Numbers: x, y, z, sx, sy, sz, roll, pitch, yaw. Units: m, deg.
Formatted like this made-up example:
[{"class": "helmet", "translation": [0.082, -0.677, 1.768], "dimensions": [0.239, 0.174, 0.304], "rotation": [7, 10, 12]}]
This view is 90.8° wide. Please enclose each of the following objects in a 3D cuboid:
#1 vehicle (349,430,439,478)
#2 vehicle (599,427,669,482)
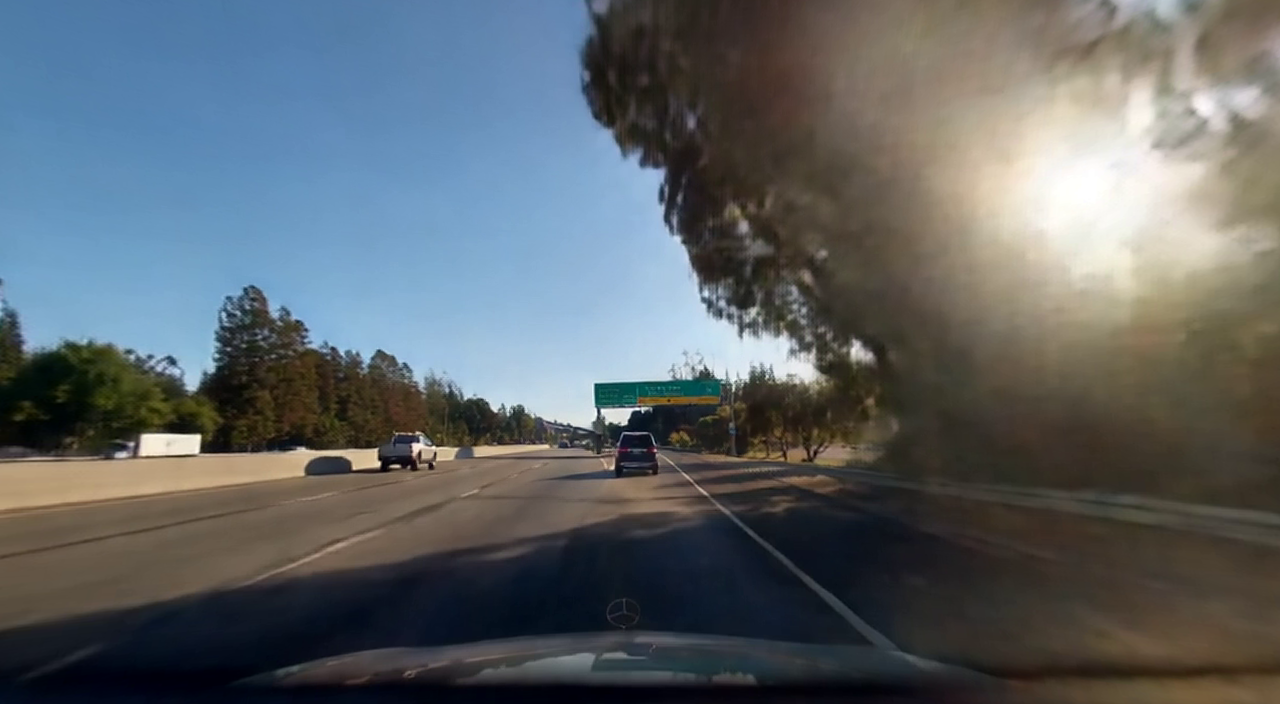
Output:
[{"class": "vehicle", "translation": [-11.069, 4.641, 28.921], "dimensions": [2.289, 1.955, 5.147], "rotation": [0, -9, -3]}, {"class": "vehicle", "translation": [-0.246, 4.100, 25.544], "dimensions": [2.497, 1.957, 5.432], "rotation": [0, -9, 0]}]
